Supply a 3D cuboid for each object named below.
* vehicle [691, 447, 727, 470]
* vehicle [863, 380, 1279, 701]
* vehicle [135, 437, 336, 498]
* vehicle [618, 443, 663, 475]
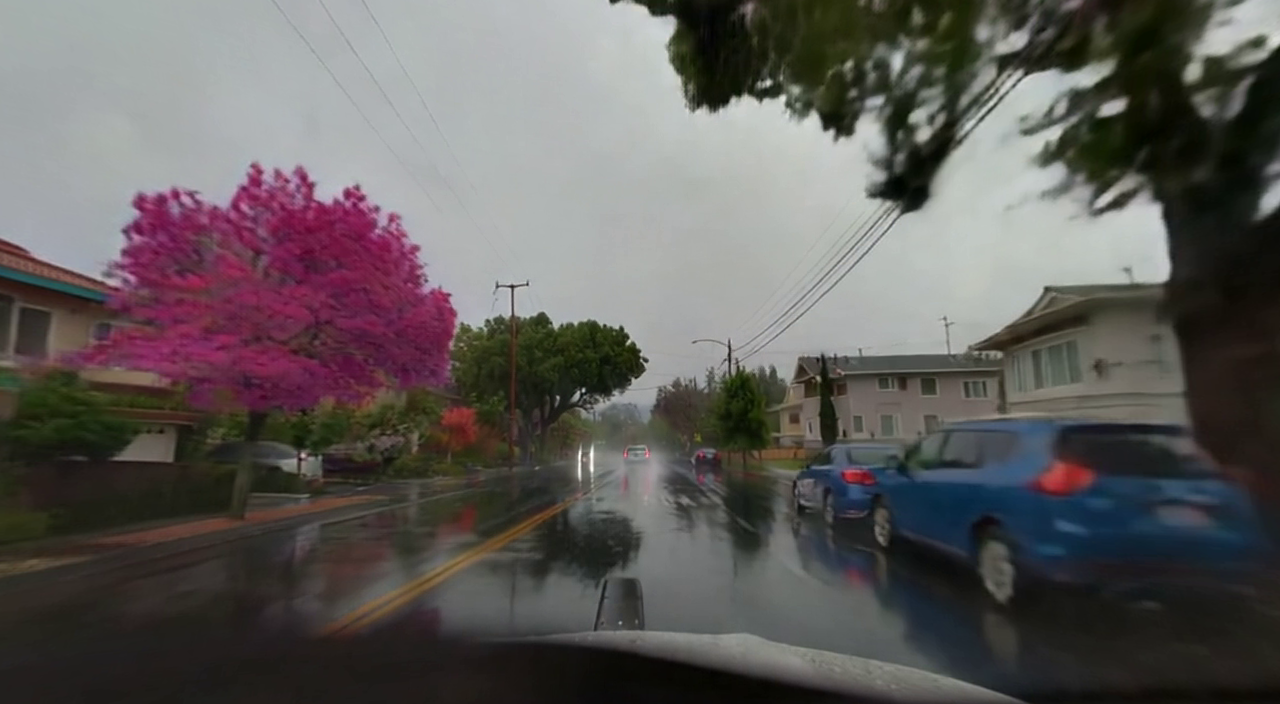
[{"bbox_3d":[4.840,7.523,44.744,1.977,1.481,5.155,0,-8,0],"label":"vehicle"},{"bbox_3d":[4.122,1.446,6.185,2.100,1.830,5.040,0,-8,1],"label":"vehicle"},{"bbox_3d":[-15.509,4.476,24.436,6.278,1.911,2.173,-3,-10,-1],"label":"vehicle"},{"bbox_3d":[0.053,5.293,31.338,2.104,1.500,3.815,0,-8,0],"label":"vehicle"}]
